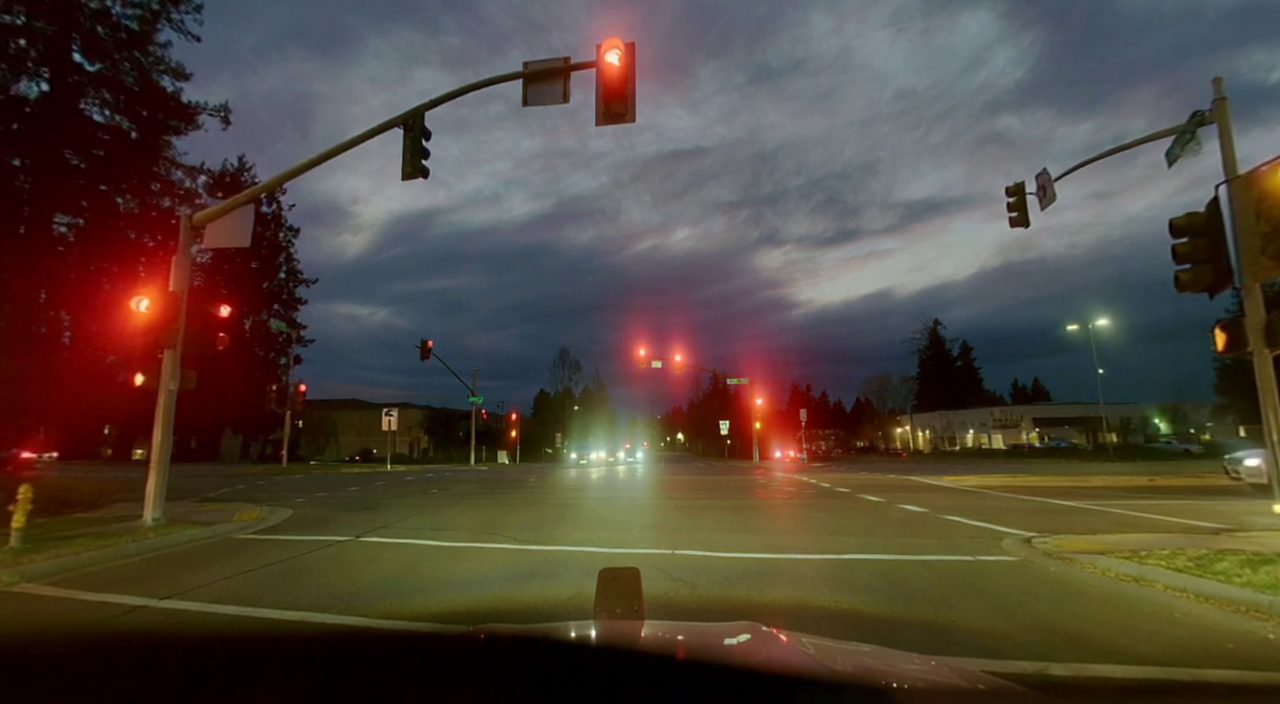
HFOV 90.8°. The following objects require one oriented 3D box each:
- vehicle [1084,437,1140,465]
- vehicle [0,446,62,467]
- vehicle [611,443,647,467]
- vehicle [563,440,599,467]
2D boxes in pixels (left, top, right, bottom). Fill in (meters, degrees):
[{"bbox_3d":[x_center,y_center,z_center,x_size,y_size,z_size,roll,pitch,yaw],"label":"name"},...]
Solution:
[{"bbox_3d":[27.015,5.655,36.114,2.092,1.474,4.046,-8,-11,41],"label":"vehicle"},{"bbox_3d":[-42.199,7.094,42.973,4.628,1.414,1.897,-2,-9,14],"label":"vehicle"},{"bbox_3d":[-0.803,6.830,41.992,2.056,1.492,3.937,1,-9,-6],"label":"vehicle"},{"bbox_3d":[-4.061,7.105,44.308,2.251,1.756,4.610,0,-9,-2],"label":"vehicle"}]
